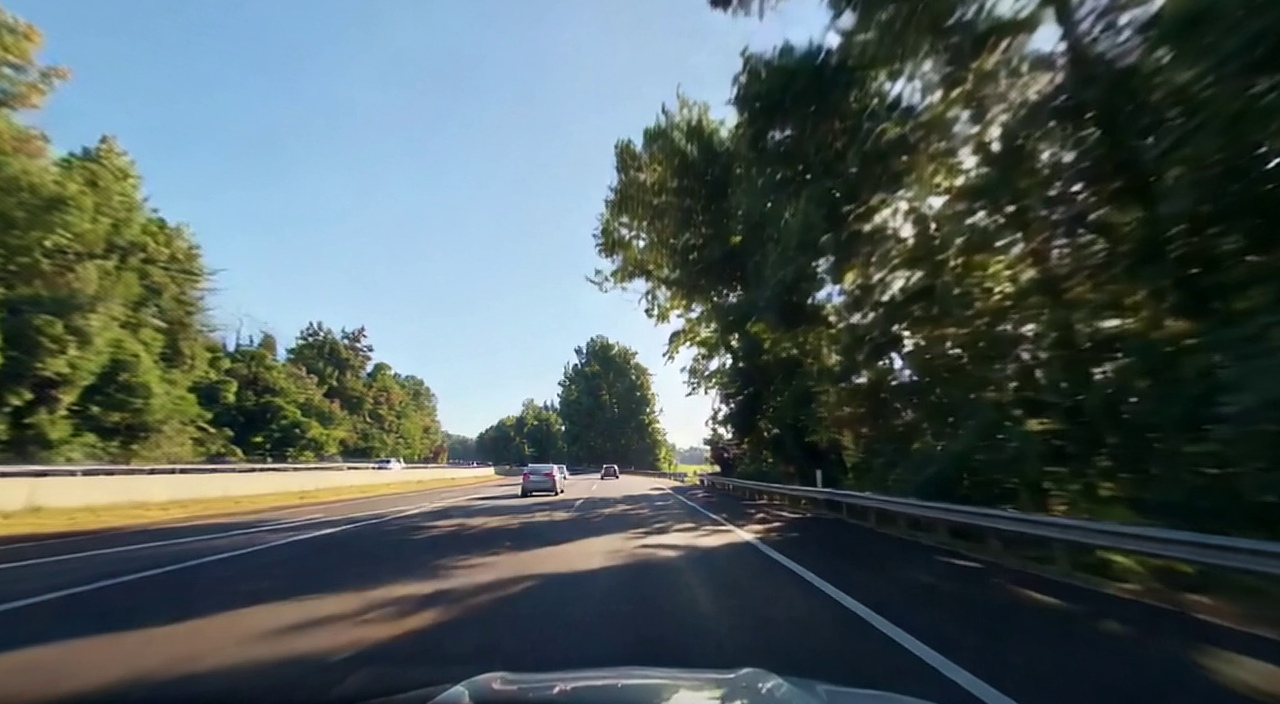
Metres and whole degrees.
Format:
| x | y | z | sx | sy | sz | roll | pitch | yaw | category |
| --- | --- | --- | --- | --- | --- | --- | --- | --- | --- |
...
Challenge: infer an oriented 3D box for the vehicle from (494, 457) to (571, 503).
| x | y | z | sx | sy | sz | roll | pitch | yaw | category |
| --- | --- | --- | --- | --- | --- | --- | --- | --- | --- |
| -3.936 | 4.811 | 23.932 | 2.115 | 1.546 | 4.638 | 1 | -10 | 0 | vehicle |
